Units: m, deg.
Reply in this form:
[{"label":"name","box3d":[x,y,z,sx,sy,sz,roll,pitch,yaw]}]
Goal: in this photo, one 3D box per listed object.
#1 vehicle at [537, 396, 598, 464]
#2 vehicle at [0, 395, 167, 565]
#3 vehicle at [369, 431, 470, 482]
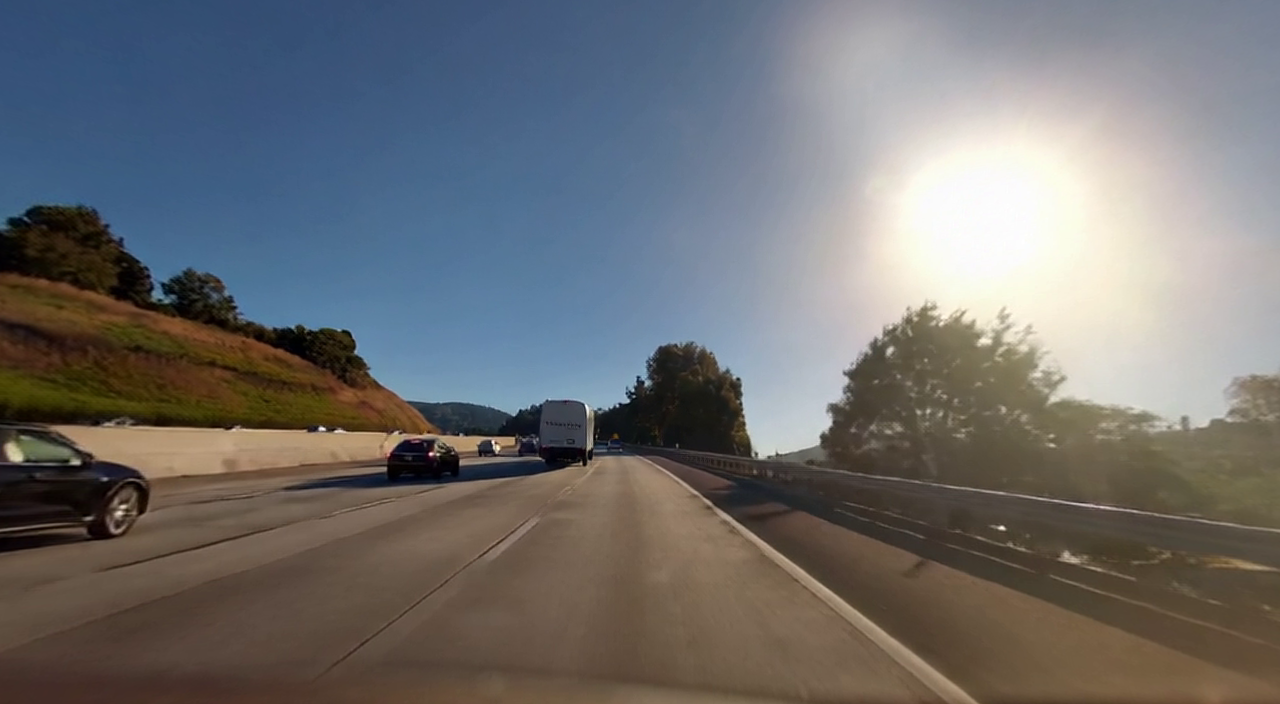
[{"label":"vehicle","box3d":[-4.776,5.681,44.464,2.880,4.025,14.064,1,-9,-1]},{"label":"vehicle","box3d":[-7.678,1.328,6.599,2.081,1.740,4.268,1,-9,0]},{"label":"vehicle","box3d":[-7.960,3.829,23.268,2.099,1.644,4.638,1,-9,-1]}]
